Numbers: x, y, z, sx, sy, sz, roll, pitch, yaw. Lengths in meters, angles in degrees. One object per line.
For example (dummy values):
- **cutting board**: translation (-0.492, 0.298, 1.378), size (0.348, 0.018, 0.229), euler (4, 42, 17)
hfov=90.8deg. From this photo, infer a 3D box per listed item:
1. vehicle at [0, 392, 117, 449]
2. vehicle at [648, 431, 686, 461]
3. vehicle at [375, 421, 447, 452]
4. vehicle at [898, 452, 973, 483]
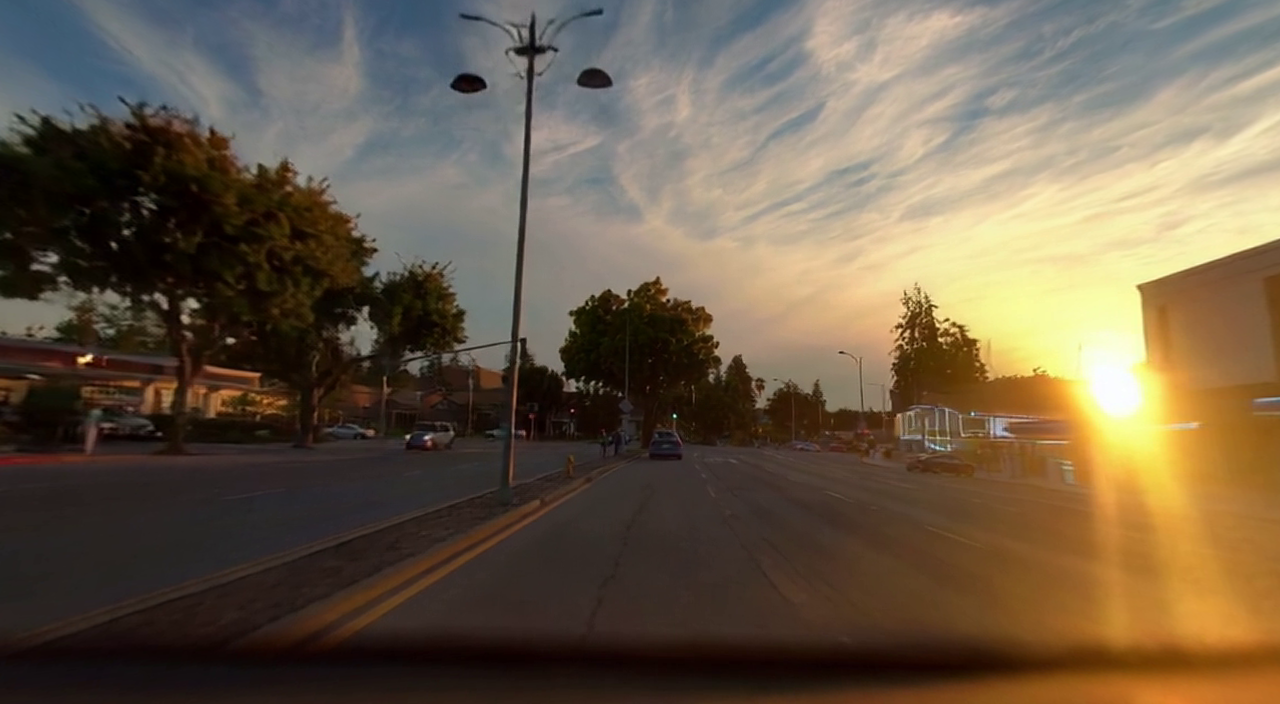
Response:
- **vehicle**: translation (-22.763, 2.511, 22.917), size (5.480, 1.887, 2.376), euler (0, -9, 4)
- **vehicle**: translation (1.633, 5.557, 37.246), size (2.055, 1.655, 4.204), euler (0, -8, 4)
- **vehicle**: translation (-11.611, 4.378, 32.408), size (2.027, 1.486, 4.105), euler (0, -8, 2)
- **vehicle**: translation (15.572, 6.066, 33.606), size (2.099, 1.464, 4.615), euler (-1, -8, 5)
